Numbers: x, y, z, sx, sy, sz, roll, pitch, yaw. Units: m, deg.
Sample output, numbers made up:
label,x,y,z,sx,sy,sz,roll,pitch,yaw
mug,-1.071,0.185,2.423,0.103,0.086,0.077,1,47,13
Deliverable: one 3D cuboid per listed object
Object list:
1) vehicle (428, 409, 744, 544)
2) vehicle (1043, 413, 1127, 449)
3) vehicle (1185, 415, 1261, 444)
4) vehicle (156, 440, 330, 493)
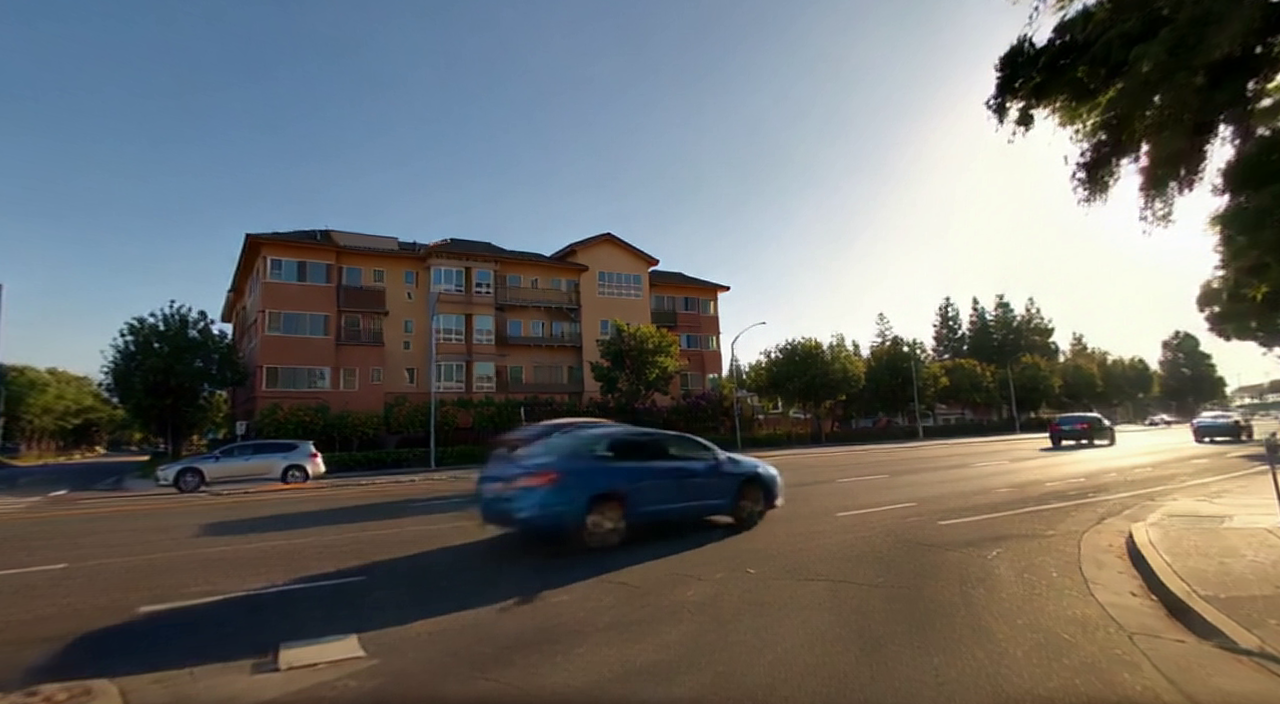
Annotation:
label,x,y,z,sx,sy,sz,roll,pitch,yaw
vehicle,-0.717,1.812,9.805,4.438,1.625,2.033,6,-10,-35
vehicle,22.838,4.083,32.314,4.683,1.678,1.981,6,-10,-36
vehicle,30.934,4.143,33.403,4.521,1.433,1.943,6,-10,-35
vehicle,-12.087,3.443,19.361,4.289,1.415,1.774,6,-10,-37
